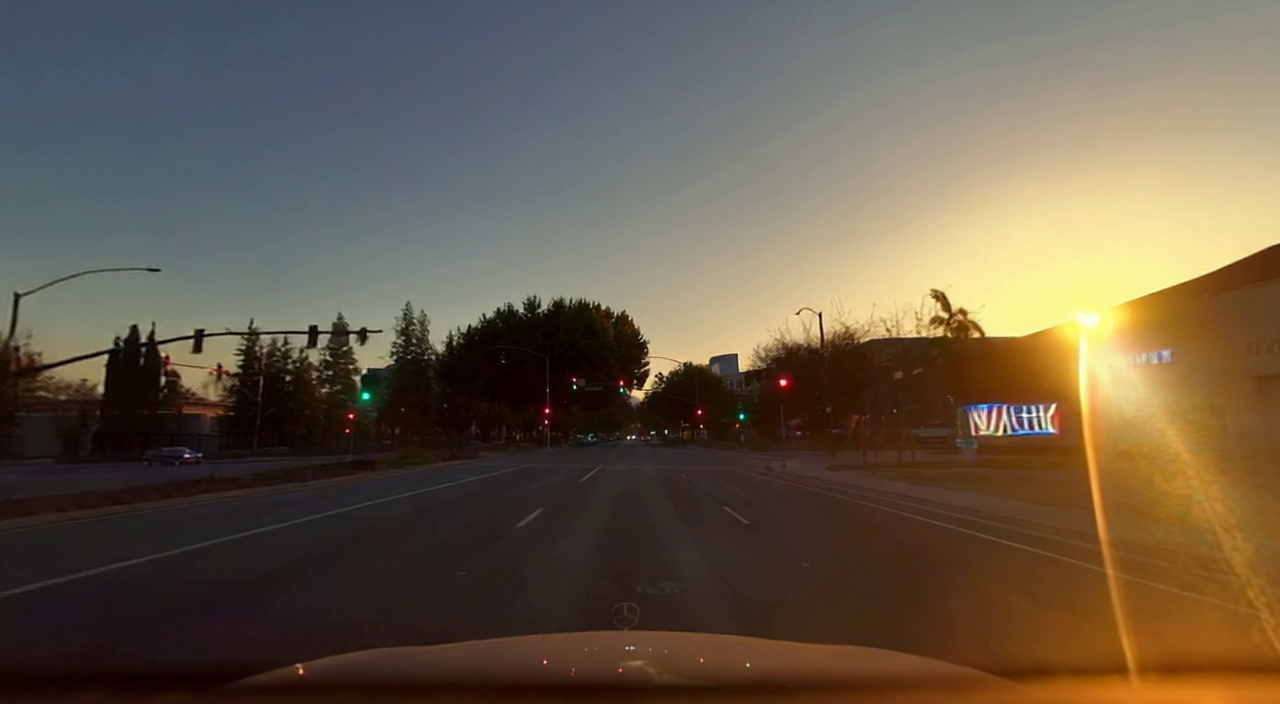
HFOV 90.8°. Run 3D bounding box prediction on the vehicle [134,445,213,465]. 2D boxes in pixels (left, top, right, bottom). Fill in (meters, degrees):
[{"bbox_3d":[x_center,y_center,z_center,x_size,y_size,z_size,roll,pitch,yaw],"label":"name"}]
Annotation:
[{"bbox_3d":[-35.592,7.847,48.279,4.500,1.465,1.936,0,-8,1],"label":"vehicle"}]
